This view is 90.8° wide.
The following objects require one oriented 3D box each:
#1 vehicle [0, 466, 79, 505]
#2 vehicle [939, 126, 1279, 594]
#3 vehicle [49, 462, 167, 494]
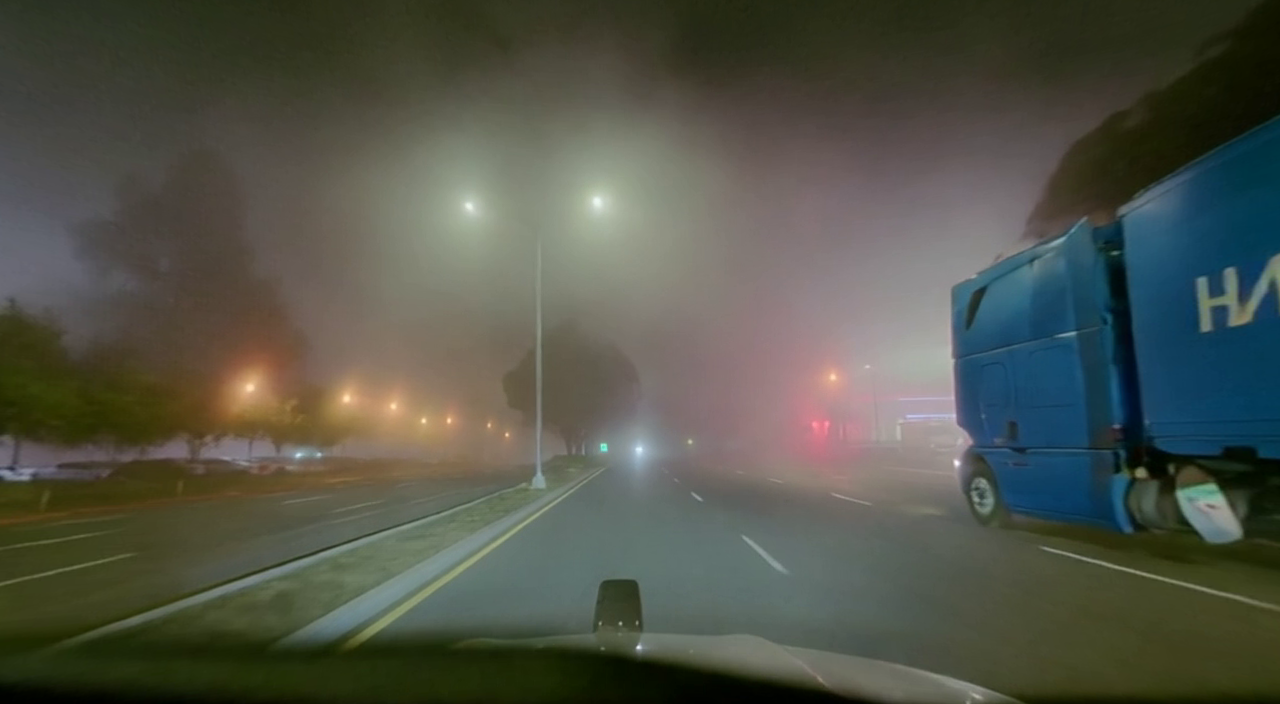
[{"bbox_3d":[-28.522,6.089,28.855,4.164,1.577,2.021,7,-11,-40],"label":"vehicle"},{"bbox_3d":[6.806,0.029,4.966,3.120,3.794,11.510,0,-9,-1],"label":"vehicle"},{"bbox_3d":[-27.976,6.589,33.333,4.576,1.426,1.886,7,-11,-42],"label":"vehicle"}]
